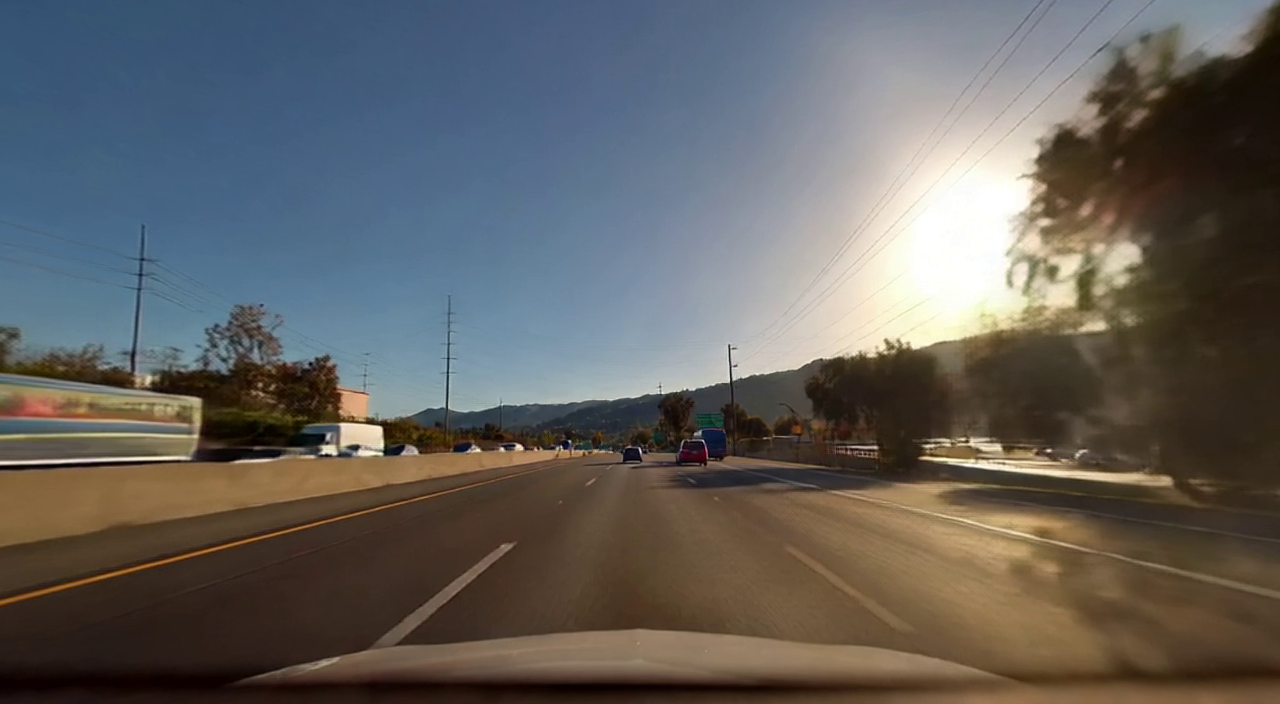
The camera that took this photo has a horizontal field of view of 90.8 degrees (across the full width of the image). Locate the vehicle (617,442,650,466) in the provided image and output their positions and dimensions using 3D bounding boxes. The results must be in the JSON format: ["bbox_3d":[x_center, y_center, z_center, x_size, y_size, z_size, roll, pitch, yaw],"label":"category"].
[{"bbox_3d":[-0.493,7.590,47.100,2.325,1.712,4.592,0,-9,0],"label":"vehicle"}]

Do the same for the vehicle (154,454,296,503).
[{"bbox_3d":[-13.822,4.209,21.411,1.872,1.433,4.353,0,-9,0],"label":"vehicle"}]

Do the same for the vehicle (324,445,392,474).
[{"bbox_3d":[-21.306,8.117,48.055,2.258,2.068,6.386,0,-9,0],"label":"vehicle"}]

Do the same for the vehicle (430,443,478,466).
[{"bbox_3d":[-13.422,7.420,45.827,1.934,1.522,4.697,0,-9,1],"label":"vehicle"}]

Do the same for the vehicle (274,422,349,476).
[{"bbox_3d":[-25.730,7.608,49.761,2.968,3.977,5.142,0,-9,0],"label":"vehicle"}]

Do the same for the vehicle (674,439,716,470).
[{"bbox_3d":[3.362,6.382,39.454,2.036,1.796,4.470,0,-9,-2],"label":"vehicle"}]

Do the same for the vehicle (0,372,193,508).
[{"bbox_3d":[-21.256,2.816,20.161,2.907,4.138,15.184,0,-9,0],"label":"vehicle"}]
